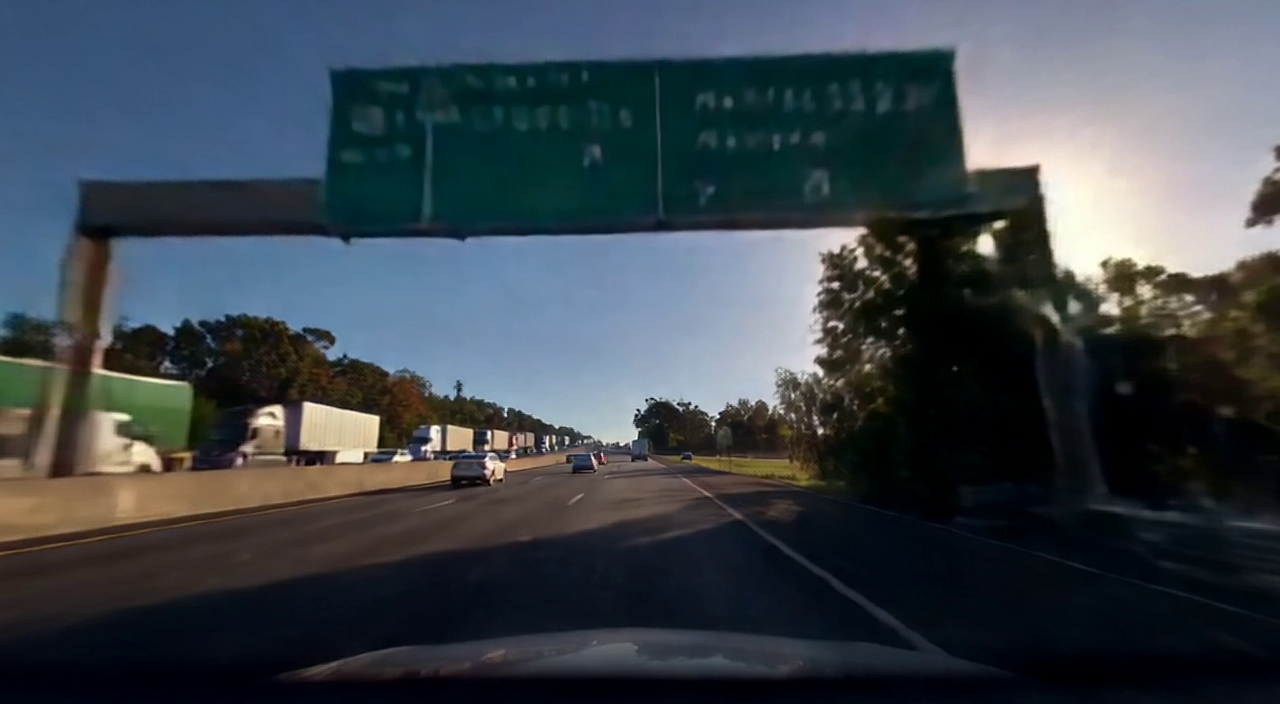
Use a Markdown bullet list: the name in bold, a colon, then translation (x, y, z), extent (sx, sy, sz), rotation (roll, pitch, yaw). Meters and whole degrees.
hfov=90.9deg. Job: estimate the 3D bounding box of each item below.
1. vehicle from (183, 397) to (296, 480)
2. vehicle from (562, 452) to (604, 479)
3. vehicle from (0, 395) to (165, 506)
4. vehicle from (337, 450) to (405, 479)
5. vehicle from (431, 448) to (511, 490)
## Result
- **vehicle**: translation (-18.737, 4.093, 29.771), extent (2.922, 3.673, 3.310), rotation (0, -9, 0)
- **vehicle**: translation (-3.368, 6.764, 37.822), extent (2.076, 1.453, 4.094), rotation (0, -9, 1)
- **vehicle**: translation (-15.202, 2.400, 15.336), extent (2.527, 2.391, 5.963), rotation (0, -9, 0)
- **vehicle**: translation (-14.370, 6.007, 33.865), extent (1.865, 1.456, 4.034), rotation (0, -9, 0)
- **vehicle**: translation (-7.282, 5.067, 27.721), extent (2.122, 1.685, 4.714), rotation (0, -9, 1)
